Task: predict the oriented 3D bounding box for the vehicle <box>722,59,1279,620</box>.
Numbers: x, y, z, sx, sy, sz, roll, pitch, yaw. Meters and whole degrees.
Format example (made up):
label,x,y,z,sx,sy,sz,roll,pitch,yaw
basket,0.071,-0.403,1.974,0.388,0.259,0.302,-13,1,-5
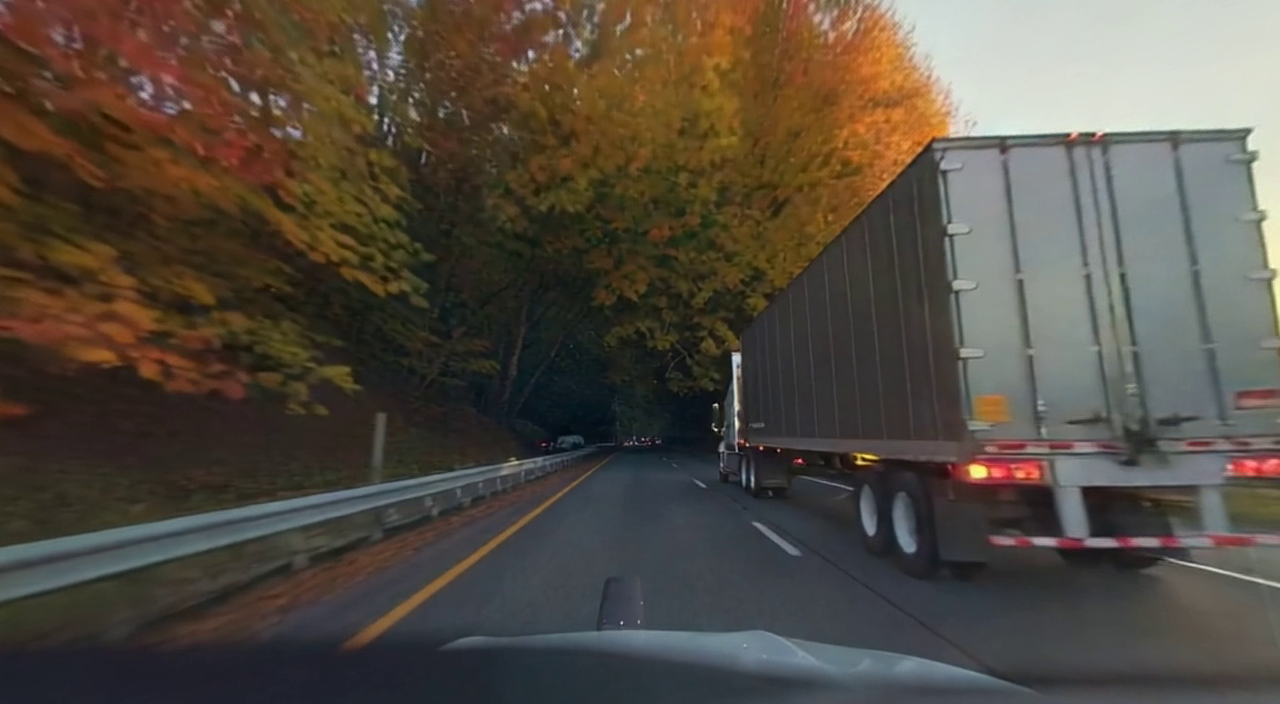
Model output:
label,x,y,z,sx,sy,sz,roll,pitch,yaw
vehicle,4.276,0.826,11.812,3.357,4.101,14.659,0,-8,-1
